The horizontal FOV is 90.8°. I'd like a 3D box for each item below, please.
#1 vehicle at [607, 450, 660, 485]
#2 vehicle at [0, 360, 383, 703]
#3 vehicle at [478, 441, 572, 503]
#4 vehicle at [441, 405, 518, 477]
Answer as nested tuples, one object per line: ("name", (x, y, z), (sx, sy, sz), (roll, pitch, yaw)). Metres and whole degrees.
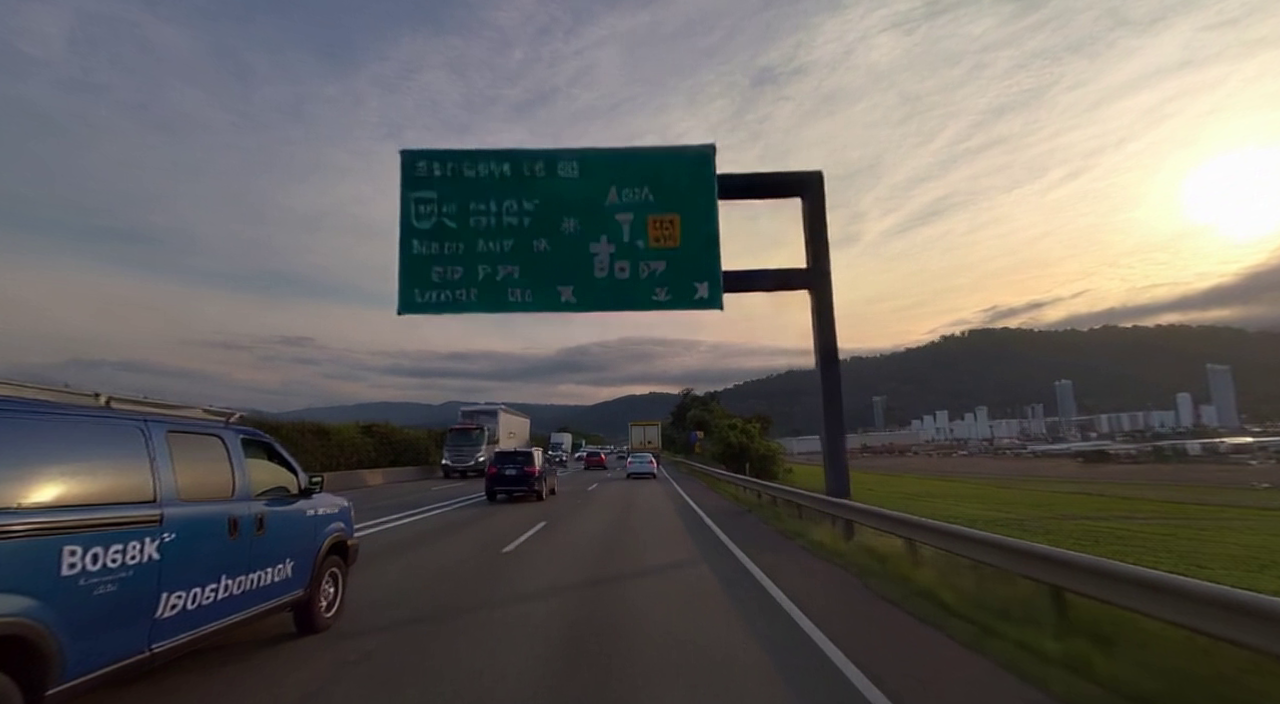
("vehicle", (-0.300, 4.906, 27.100), (2.095, 1.393, 3.908), (0, -9, -1))
("vehicle", (-3.329, 1.046, 3.257), (2.117, 1.688, 4.582), (0, -9, -1))
("vehicle", (-3.231, 3.459, 18.631), (1.937, 1.600, 4.141), (0, -9, 1))
("vehicle", (-10.000, 5.673, 40.099), (3.178, 4.169, 6.323), (0, -9, 0))
